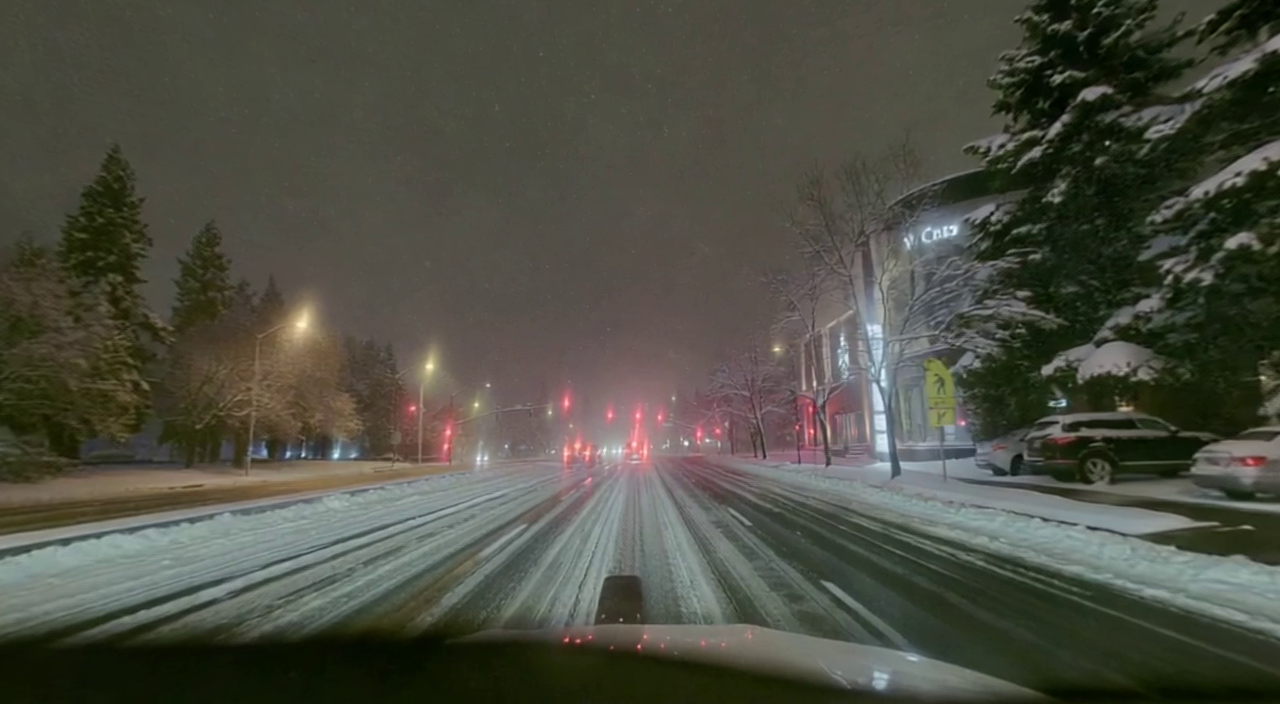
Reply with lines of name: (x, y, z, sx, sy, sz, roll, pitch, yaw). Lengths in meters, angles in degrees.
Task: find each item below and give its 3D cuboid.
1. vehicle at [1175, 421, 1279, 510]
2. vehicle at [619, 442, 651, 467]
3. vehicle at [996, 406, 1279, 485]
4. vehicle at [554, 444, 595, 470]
vehicle: (13.061, 2.029, 11.508, 4.569, 1.483, 2.127, -1, -9, 3)
vehicle: (-0.341, 6.792, 41.983, 2.042, 1.555, 3.912, 0, -9, 0)
vehicle: (13.495, 2.548, 17.164, 6.063, 1.949, 2.531, 0, -9, 2)
vehicle: (-3.981, 6.465, 39.160, 2.020, 1.457, 4.496, 0, -9, 0)
